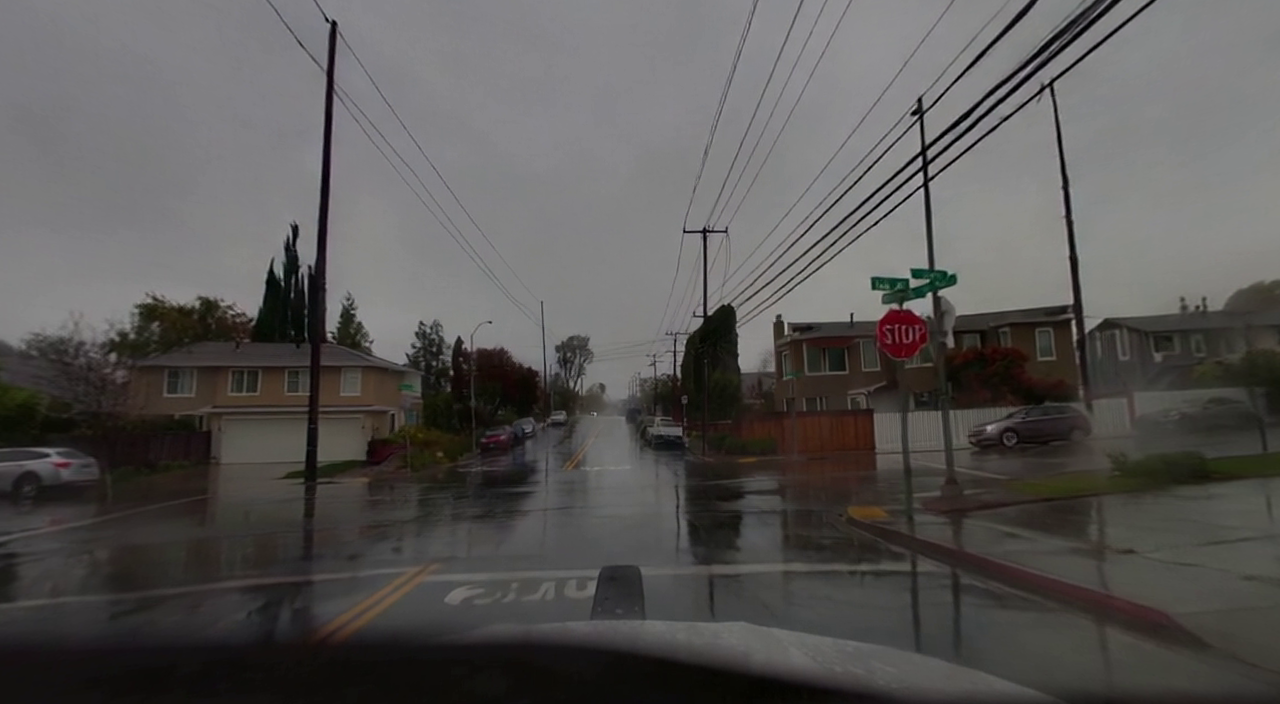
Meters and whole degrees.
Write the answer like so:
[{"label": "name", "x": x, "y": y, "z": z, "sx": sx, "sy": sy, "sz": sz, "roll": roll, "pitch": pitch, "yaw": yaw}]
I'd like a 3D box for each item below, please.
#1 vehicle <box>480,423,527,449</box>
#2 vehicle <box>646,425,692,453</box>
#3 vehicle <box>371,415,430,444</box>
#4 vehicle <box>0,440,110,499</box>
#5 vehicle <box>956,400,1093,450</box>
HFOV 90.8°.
[{"label": "vehicle", "x": -8.529, "y": 5.332, "z": 39.815, "sx": 2.065, "sy": 1.553, "sz": 4.636, "roll": 0, "pitch": -8, "yaw": -2}, {"label": "vehicle", "x": 1.557, "y": 4.939, "z": 35.678, "sx": 2.120, "sy": 1.487, "sz": 4.360, "roll": 0, "pitch": -8, "yaw": -4}, {"label": "vehicle", "x": -14.547, "y": 4.802, "z": 38.698, "sx": 1.992, "sy": 1.678, "sz": 4.658, "roll": 0, "pitch": -8, "yaw": -3}, {"label": "vehicle", "x": -19.807, "y": 3.679, "z": 19.920, "sx": 4.181, "sy": 1.742, "sz": 1.945, "roll": 1, "pitch": -9, "yaw": -11}, {"label": "vehicle", "x": 17.075, "y": 3.309, "z": 28.154, "sx": 4.985, "sy": 2.088, "sz": 2.141, "roll": 2, "pitch": -9, "yaw": -13}]
